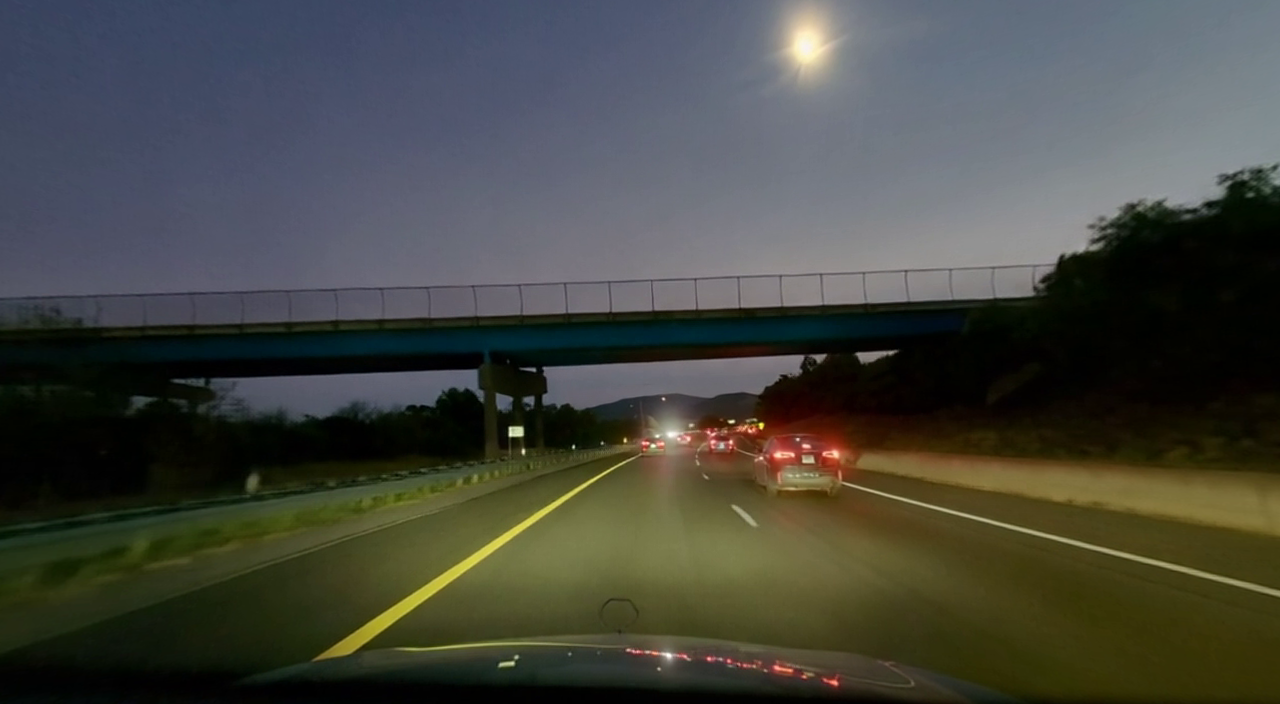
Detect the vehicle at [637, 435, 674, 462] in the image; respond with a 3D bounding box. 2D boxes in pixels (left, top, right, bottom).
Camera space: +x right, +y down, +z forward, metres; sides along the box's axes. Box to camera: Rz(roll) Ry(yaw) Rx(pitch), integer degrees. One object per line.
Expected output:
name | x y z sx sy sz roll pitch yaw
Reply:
vehicle | 0.980 5.602 36.811 1.993 1.461 3.812 -1 -8 4
